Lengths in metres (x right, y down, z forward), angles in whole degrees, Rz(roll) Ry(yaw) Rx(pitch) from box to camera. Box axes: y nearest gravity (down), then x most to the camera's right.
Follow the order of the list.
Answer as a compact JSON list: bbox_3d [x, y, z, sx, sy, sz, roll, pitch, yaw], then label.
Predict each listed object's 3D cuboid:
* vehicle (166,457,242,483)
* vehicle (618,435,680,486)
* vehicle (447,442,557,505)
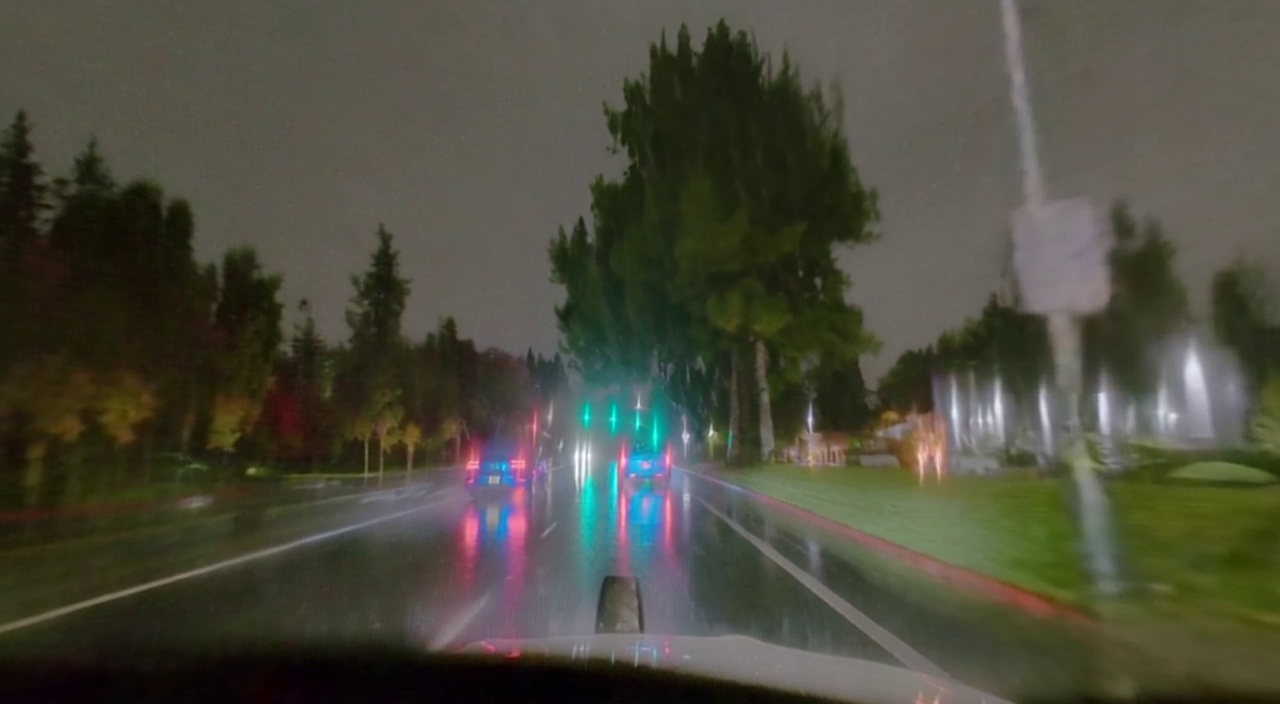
[{"bbox_3d":[-28.017,7.567,40.592,1.826,1.464,4.533,0,-9,-3],"label":"vehicle"},{"bbox_3d":[0.271,4.205,24.676,2.215,1.799,4.426,0,-9,-1],"label":"vehicle"},{"bbox_3d":[-3.531,3.176,16.919,2.036,1.447,4.044,0,-9,0],"label":"vehicle"}]
